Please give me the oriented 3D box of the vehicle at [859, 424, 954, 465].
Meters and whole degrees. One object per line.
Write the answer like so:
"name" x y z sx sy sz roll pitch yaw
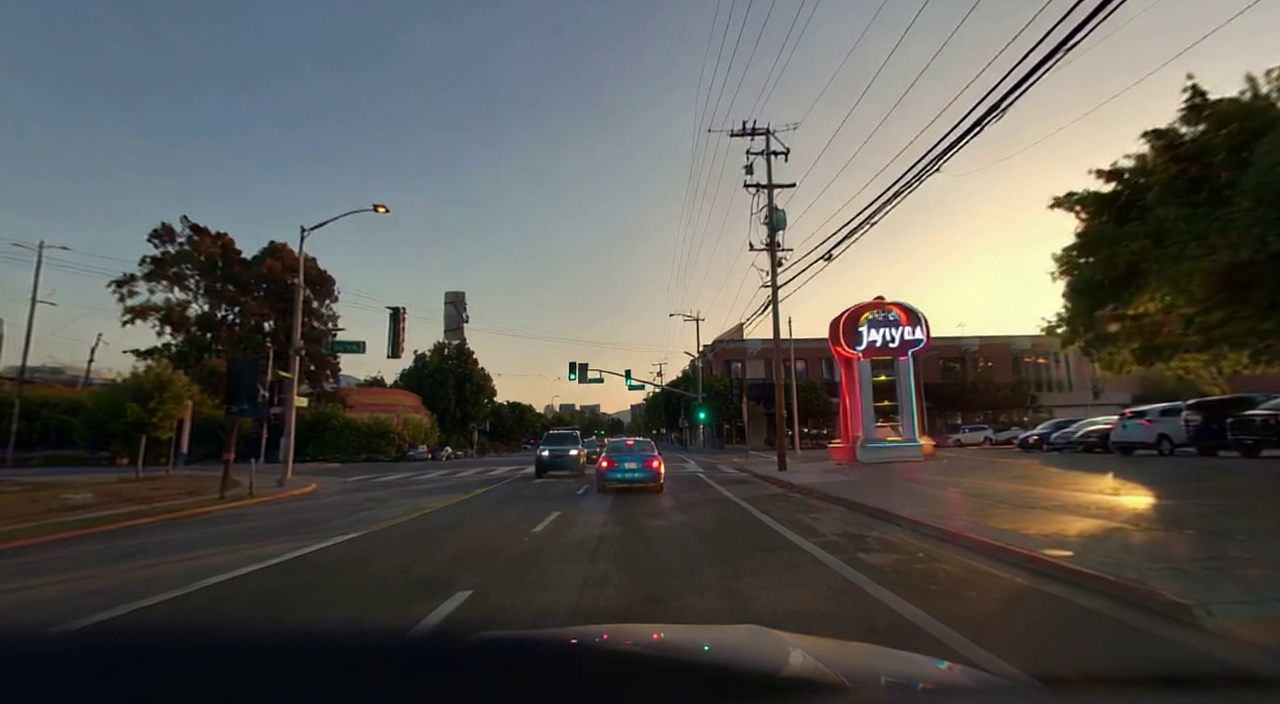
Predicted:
"vehicle" 10.356 3.634 24.873 1.888 1.455 4.268 0 -8 0

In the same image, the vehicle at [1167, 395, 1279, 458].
"vehicle" 18.537 2.321 19.281 4.206 1.722 2.100 4 -10 -28

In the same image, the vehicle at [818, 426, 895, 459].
"vehicle" 10.458 4.441 30.838 1.842 1.471 4.481 1 -8 -6

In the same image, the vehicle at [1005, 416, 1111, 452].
"vehicle" 18.560 3.662 27.956 4.446 1.511 1.977 4 -10 -29

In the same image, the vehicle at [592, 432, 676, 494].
"vehicle" -0.220 3.044 17.656 2.070 1.481 4.216 0 -8 -2

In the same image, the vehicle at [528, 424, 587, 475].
"vehicle" -3.236 3.852 25.077 2.106 1.852 4.512 1 -8 -6
